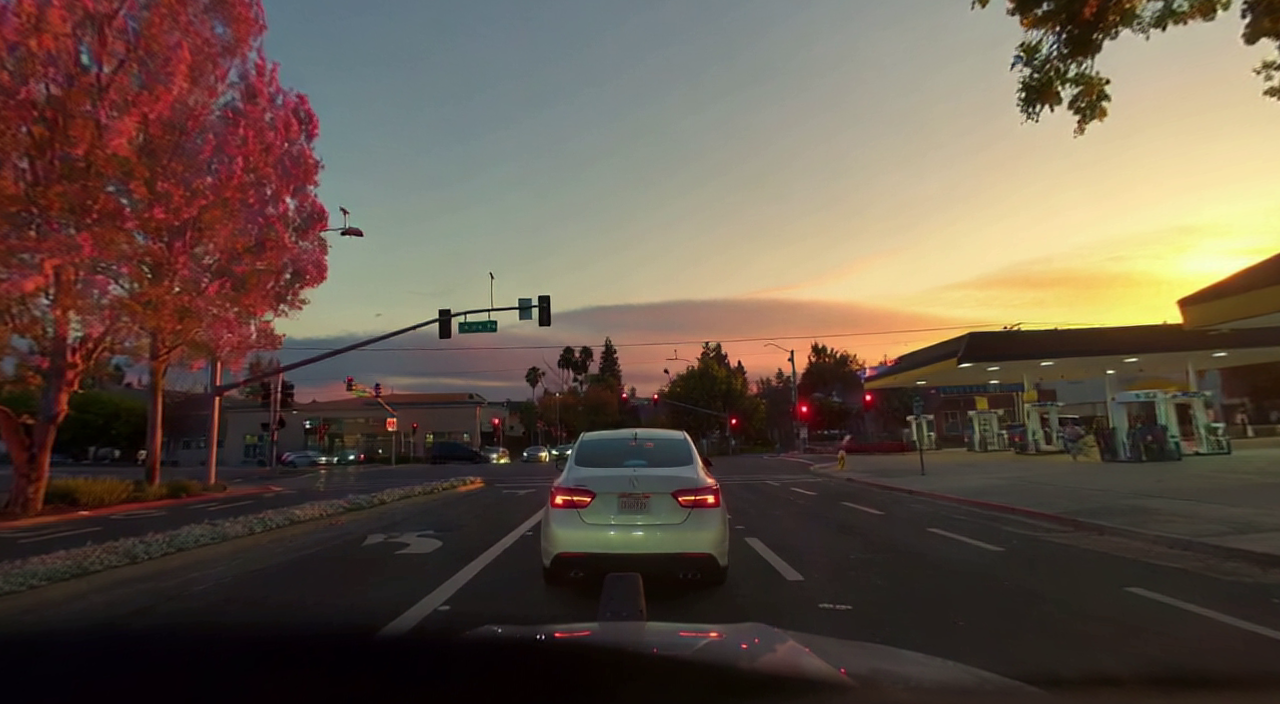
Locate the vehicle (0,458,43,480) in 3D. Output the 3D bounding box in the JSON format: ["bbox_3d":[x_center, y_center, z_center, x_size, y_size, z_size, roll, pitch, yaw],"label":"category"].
[{"bbox_3d":[-44.862,8.176,44.163,4.380,1.409,1.841,-1,-8,5],"label":"vehicle"}]

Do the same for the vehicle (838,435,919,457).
[{"bbox_3d":[16.483,6.537,43.690,4.813,1.455,1.889,-1,-8,3],"label":"vehicle"}]

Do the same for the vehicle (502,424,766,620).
[{"bbox_3d":[-0.043,1.600,6.908,2.010,1.482,4.057,0,-8,0],"label":"vehicle"}]

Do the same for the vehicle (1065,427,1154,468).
[{"bbox_3d":[18.599,3.755,24.884,4.091,1.495,2.053,8,-12,-44],"label":"vehicle"}]

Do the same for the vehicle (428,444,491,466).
[{"bbox_3d":[-13.097,7.461,45.838,3.975,1.563,1.755,-1,-8,5],"label":"vehicle"}]
